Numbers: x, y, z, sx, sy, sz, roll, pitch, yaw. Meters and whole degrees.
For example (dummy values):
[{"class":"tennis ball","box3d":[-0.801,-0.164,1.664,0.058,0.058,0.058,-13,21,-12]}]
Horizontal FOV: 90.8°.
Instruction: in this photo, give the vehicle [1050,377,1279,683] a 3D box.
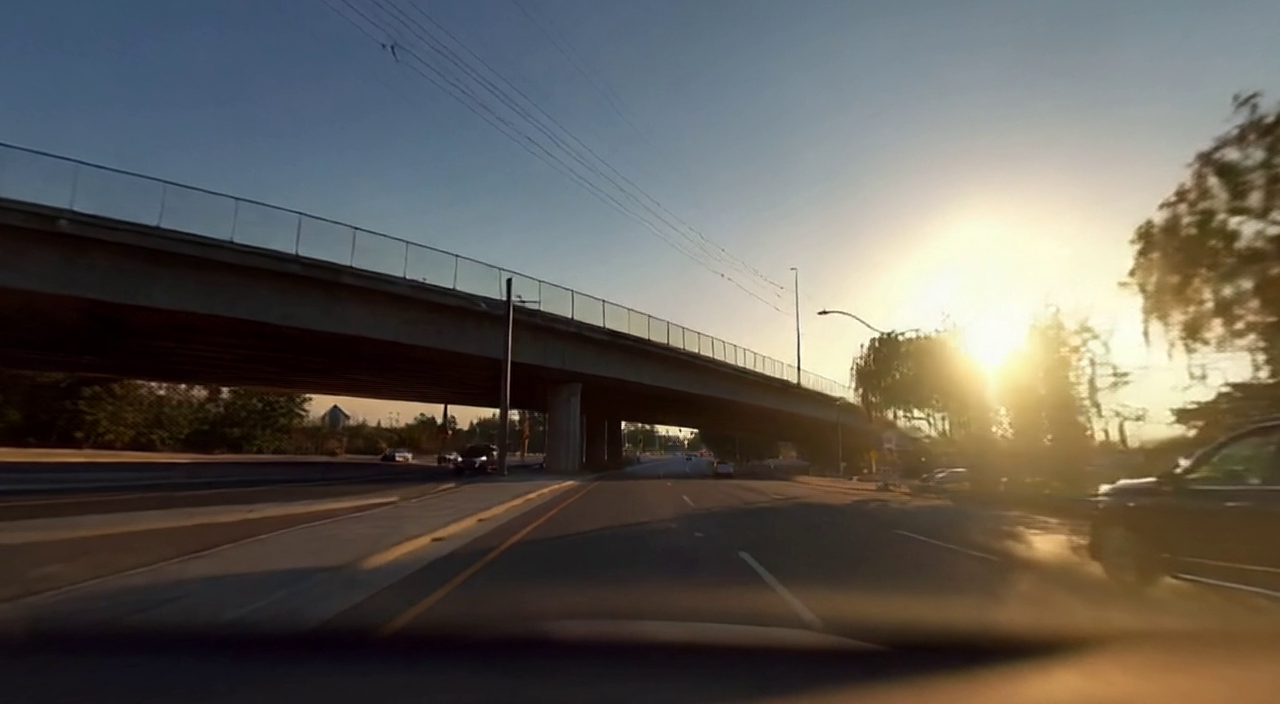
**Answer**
[{"class":"vehicle","box3d":[5.081,0.958,3.260,2.331,1.872,5.378,-3,-8,1]}]

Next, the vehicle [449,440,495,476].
[{"class":"vehicle","box3d":[-11.161,7.166,42.244,2.206,2.034,4.486,-2,-13,-5]}]
